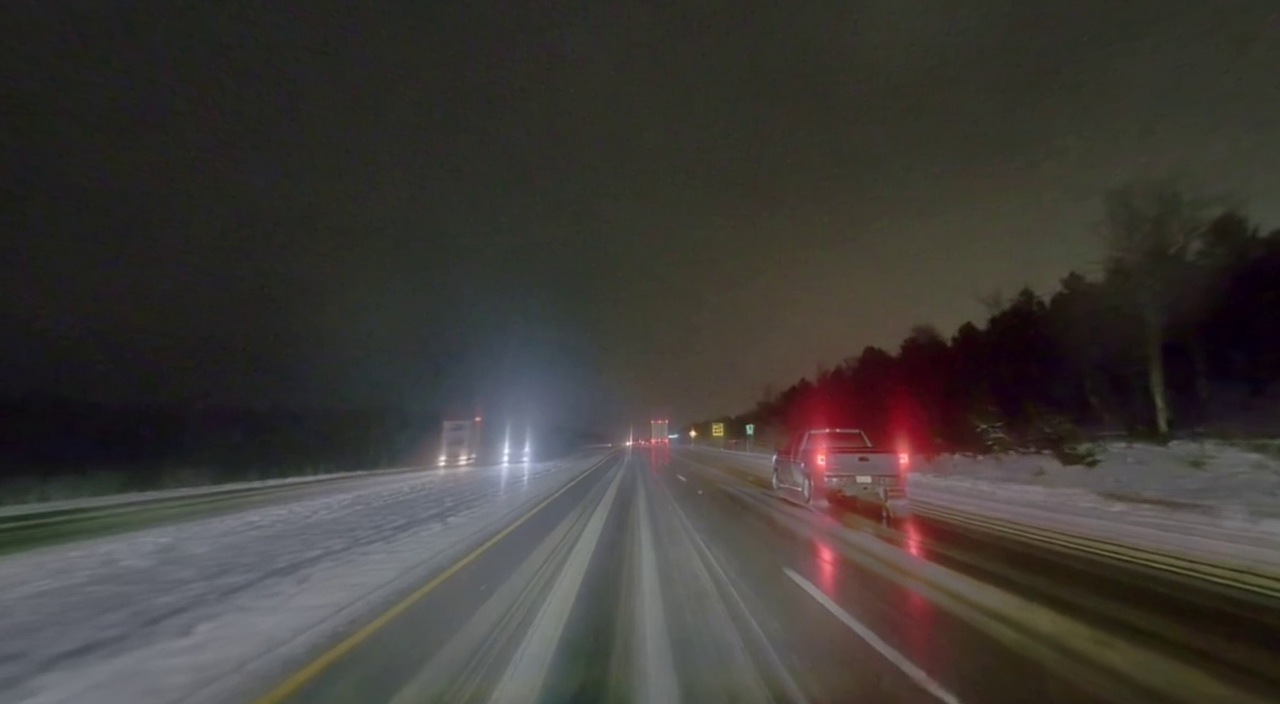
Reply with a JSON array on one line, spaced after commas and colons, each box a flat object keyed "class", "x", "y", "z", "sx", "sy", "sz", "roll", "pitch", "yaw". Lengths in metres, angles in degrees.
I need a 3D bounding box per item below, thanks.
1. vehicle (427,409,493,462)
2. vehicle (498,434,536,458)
[{"class": "vehicle", "x": -13.542, "y": 6.376, "z": 48.175, "sx": 2.653, "sy": 3.576, "sz": 8.959, "roll": -1, "pitch": -7, "yaw": -1}, {"class": "vehicle", "x": -9.433, "y": 7.255, "z": 48.642, "sx": 2.058, "sy": 1.735, "sz": 4.603, "roll": 0, "pitch": -8, "yaw": 0}]
